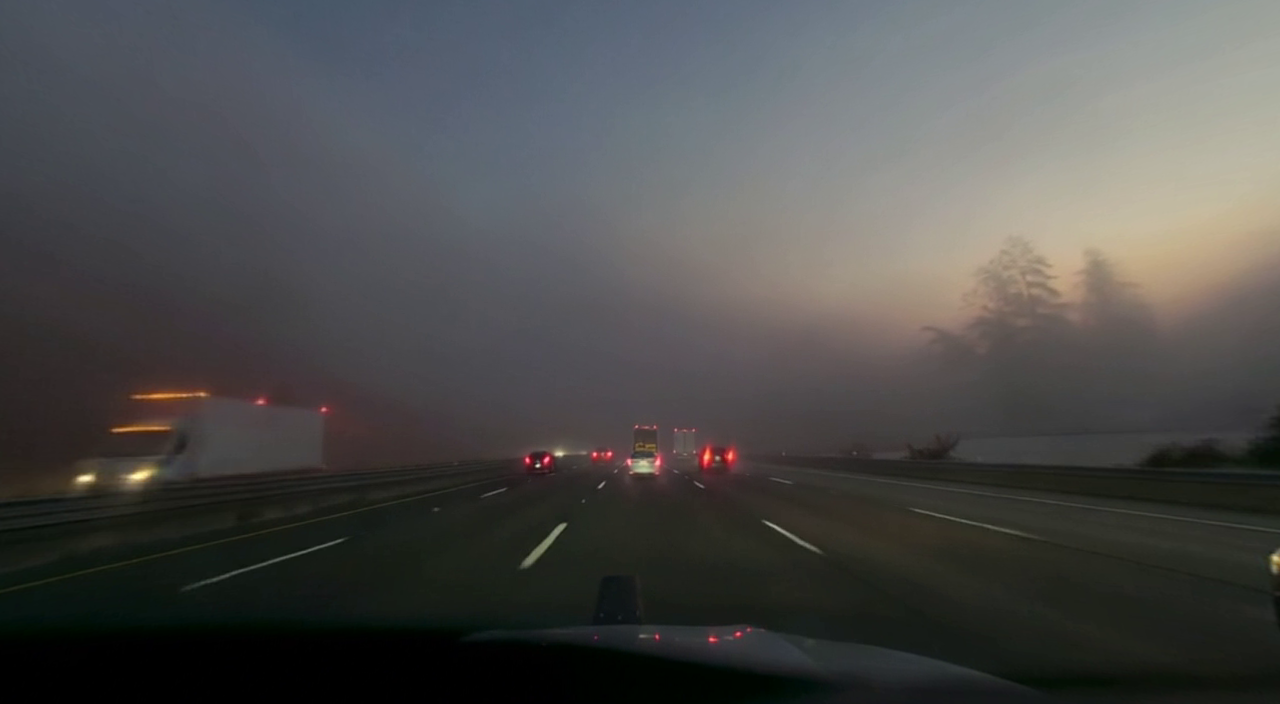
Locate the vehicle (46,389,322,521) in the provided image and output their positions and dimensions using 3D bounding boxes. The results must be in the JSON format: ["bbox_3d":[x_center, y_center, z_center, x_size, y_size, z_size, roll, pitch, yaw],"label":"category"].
[{"bbox_3d":[-12.661,2.992,18.472,2.653,3.121,6.846,-1,-9,3],"label":"vehicle"}]

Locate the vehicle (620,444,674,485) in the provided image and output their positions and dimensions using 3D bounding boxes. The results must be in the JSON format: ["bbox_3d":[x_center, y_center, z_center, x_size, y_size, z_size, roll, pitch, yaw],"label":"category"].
[{"bbox_3d":[0.256,4.573,25.797,2.015,1.526,4.286,0,-9,0],"label":"vehicle"}]

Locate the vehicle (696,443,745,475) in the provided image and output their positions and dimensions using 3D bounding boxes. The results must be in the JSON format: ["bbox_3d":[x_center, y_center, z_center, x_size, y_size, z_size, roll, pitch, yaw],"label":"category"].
[{"bbox_3d":[4.294,5.789,34.053,2.018,1.639,4.149,0,-9,-1],"label":"vehicle"}]

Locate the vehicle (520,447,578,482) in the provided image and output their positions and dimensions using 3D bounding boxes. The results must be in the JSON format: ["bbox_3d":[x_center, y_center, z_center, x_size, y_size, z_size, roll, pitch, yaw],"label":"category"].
[{"bbox_3d":[-4.094,5.153,28.984,1.967,1.473,4.439,0,-9,1],"label":"vehicle"}]
